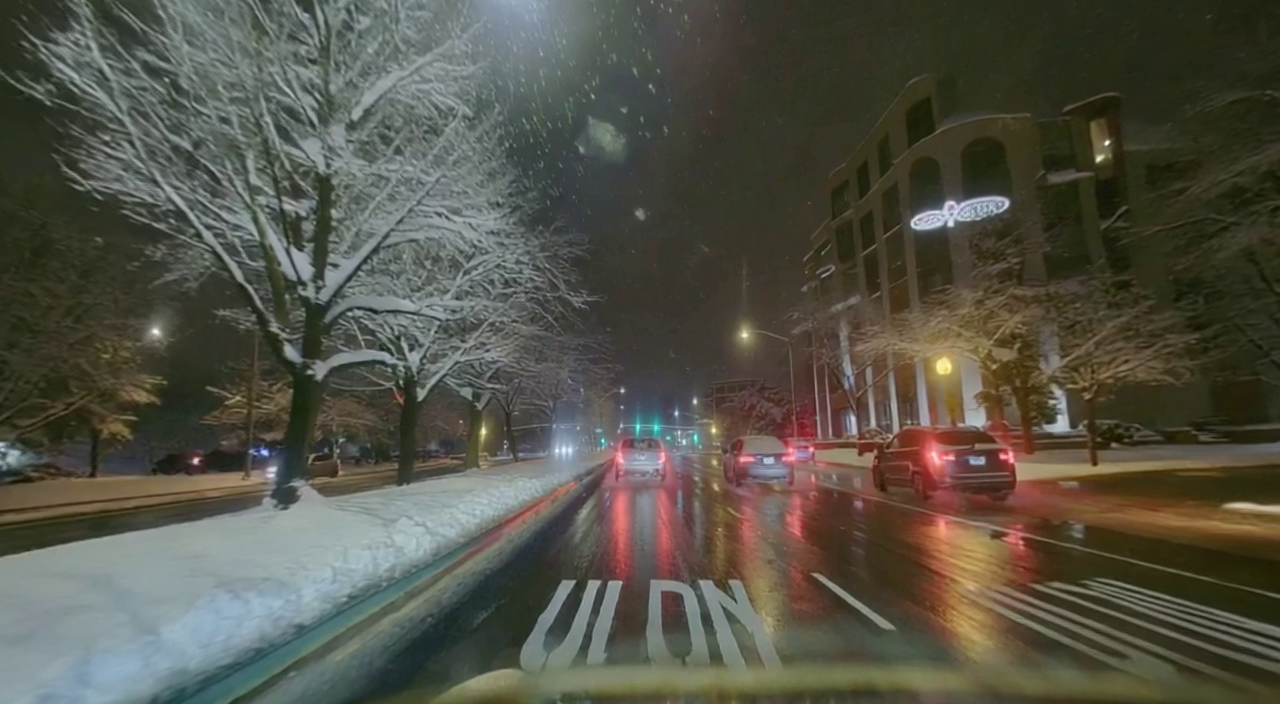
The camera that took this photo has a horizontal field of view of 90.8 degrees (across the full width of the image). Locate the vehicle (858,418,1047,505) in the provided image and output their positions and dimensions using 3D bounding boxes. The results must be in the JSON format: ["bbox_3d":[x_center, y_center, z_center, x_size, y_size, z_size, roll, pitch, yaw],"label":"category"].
[{"bbox_3d":[7.073,2.550,15.061,2.052,1.708,4.842,0,-8,0],"label":"vehicle"}]

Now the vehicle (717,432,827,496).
[{"bbox_3d":[3.375,2.970,17.100,1.993,1.477,4.240,0,-8,-1],"label":"vehicle"}]

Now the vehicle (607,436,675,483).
[{"bbox_3d":[0.008,3.633,21.643,2.101,1.444,4.248,0,-8,-1],"label":"vehicle"}]

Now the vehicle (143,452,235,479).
[{"bbox_3d":[-29.920,7.506,41.964,4.559,1.663,2.059,-1,-8,3],"label":"vehicle"}]

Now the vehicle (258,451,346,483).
[{"bbox_3d":[-17.476,5.956,32.951,2.069,1.460,4.716,0,-8,-1],"label":"vehicle"}]
